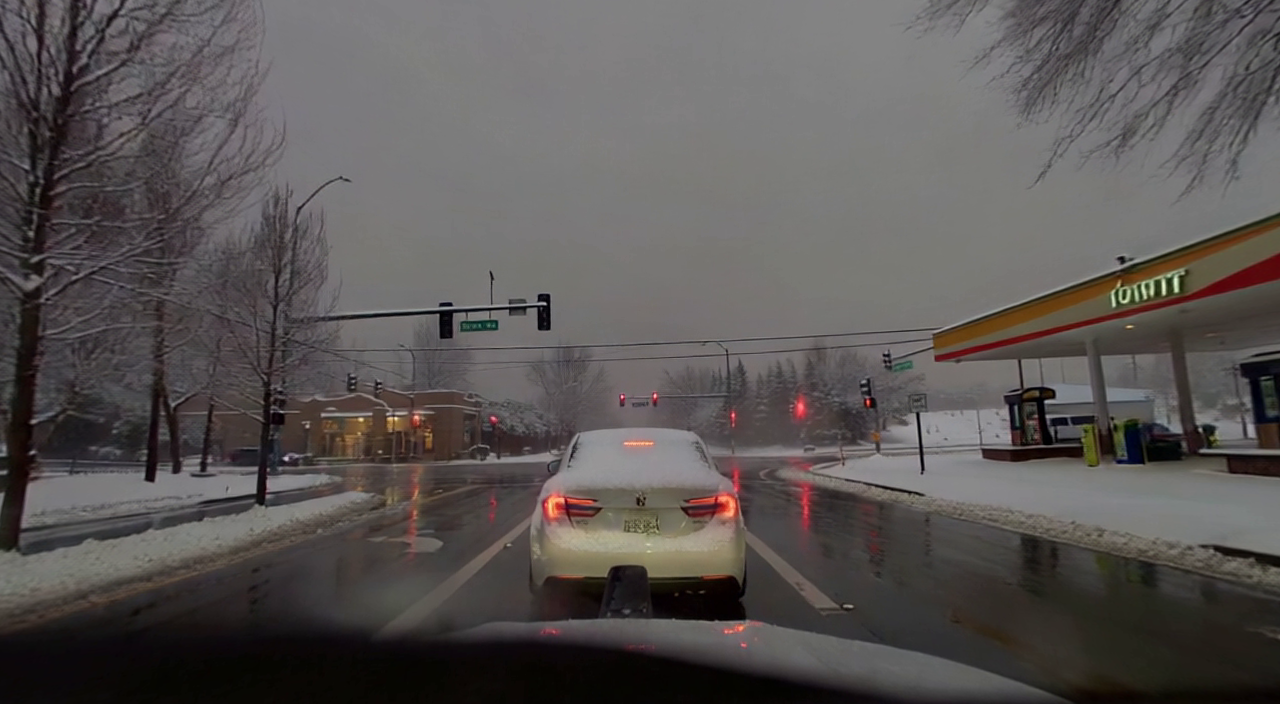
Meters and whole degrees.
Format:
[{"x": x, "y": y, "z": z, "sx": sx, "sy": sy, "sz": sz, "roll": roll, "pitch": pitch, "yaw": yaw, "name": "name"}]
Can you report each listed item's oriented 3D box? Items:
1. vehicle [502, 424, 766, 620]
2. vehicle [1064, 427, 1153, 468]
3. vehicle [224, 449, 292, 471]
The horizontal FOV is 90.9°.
[{"x": -0.047, "y": 1.600, "z": 6.908, "sx": 2.010, "sy": 1.482, "sz": 4.057, "roll": 0, "pitch": -8, "yaw": 0, "name": "vehicle"}, {"x": 18.559, "y": 3.762, "z": 24.904, "sx": 4.091, "sy": 1.495, "sz": 2.053, "roll": 8, "pitch": -12, "yaw": -44, "name": "vehicle"}, {"x": -28.484, "y": 8.030, "z": 47.031, "sx": 3.975, "sy": 1.563, "sz": 1.755, "roll": -1, "pitch": -8, "yaw": 5, "name": "vehicle"}]
